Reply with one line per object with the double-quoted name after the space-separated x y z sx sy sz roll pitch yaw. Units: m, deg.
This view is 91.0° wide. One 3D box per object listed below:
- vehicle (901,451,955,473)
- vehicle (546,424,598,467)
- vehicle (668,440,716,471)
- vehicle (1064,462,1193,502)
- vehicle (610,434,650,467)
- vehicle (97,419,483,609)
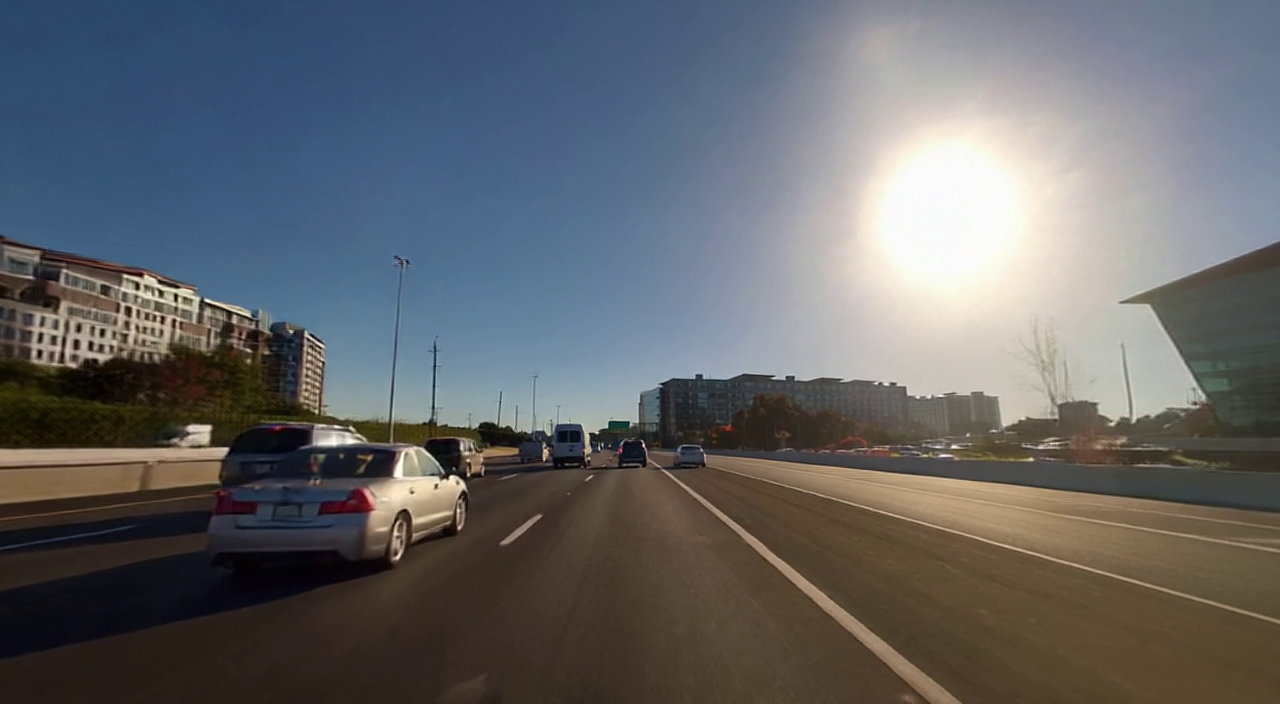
20.649 7.884 45.319 1.789 1.531 3.983 1 -9 -3 "vehicle"
-3.872 5.522 37.028 2.504 2.276 5.933 0 -9 -1 "vehicle"
2.740 5.601 34.268 2.127 1.513 4.501 0 -9 -1 "vehicle"
20.886 5.539 27.228 1.896 1.474 4.502 0 -9 -1 "vehicle"
-0.560 5.709 36.503 2.207 1.807 4.199 0 -9 -1 "vehicle"
-3.343 1.619 7.202 1.963 1.507 4.172 0 -9 1 "vehicle"
